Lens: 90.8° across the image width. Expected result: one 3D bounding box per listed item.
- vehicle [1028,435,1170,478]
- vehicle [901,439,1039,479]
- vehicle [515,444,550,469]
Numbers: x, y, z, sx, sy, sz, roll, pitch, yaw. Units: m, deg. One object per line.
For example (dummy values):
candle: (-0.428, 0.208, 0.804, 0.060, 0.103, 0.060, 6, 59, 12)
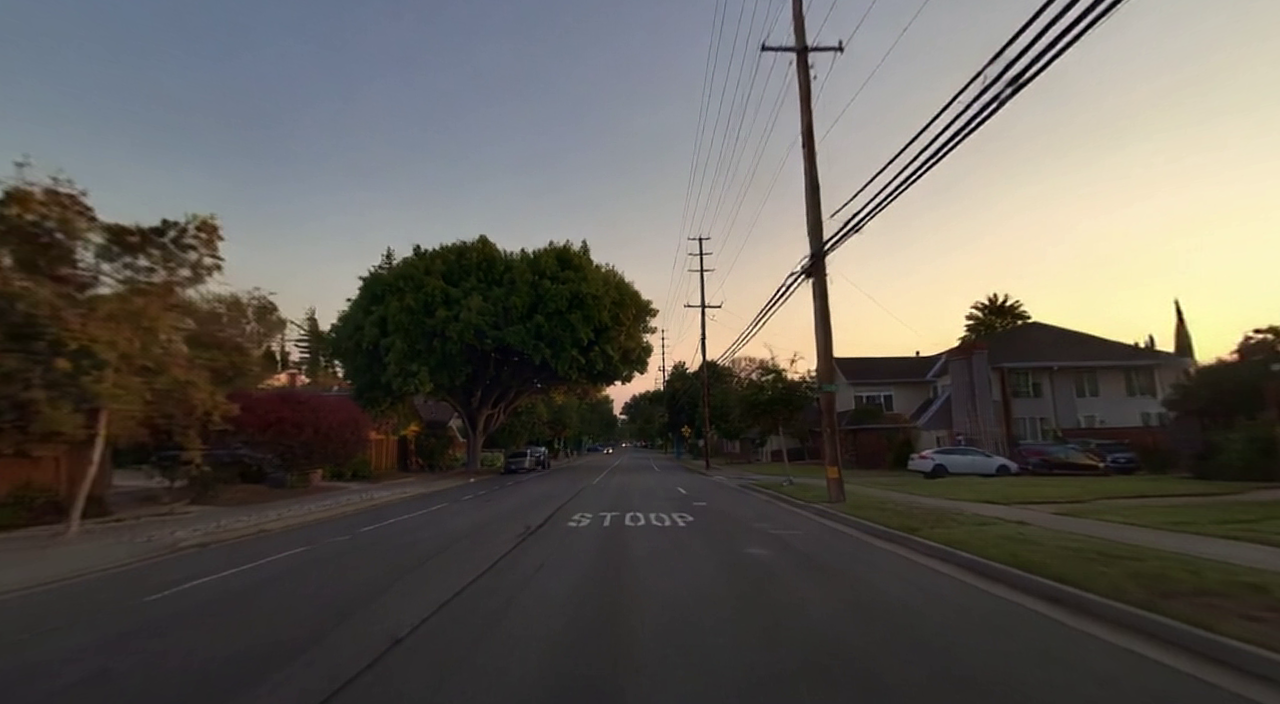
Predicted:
vehicle: (19.024, 4.342, 26.342, 4.362, 1.480, 1.903, -3, -7, 0)
vehicle: (13.684, 4.434, 26.397, 4.624, 1.420, 2.045, -2, -8, -3)
vehicle: (-8.252, 8.005, 48.664, 2.002, 1.747, 4.466, -1, -7, -1)
